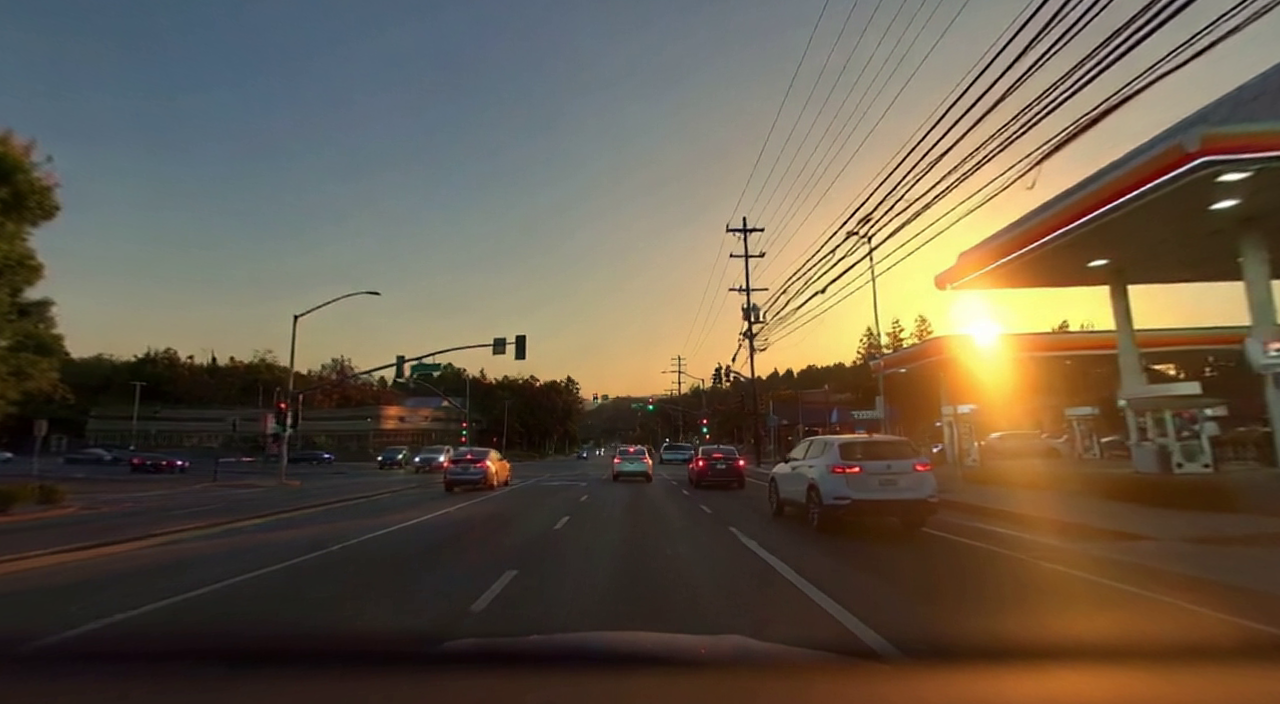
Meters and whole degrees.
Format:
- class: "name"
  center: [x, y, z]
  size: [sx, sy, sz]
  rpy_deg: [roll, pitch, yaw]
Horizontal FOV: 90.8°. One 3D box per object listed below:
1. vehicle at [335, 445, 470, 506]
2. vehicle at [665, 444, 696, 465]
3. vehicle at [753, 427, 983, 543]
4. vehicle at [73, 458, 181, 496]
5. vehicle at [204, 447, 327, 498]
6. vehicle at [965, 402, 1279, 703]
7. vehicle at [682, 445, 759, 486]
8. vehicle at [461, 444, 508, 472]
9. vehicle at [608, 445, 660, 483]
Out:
- class: "vehicle"
  center: [-6.366, 3.333, 17.533]
  size: [2.075, 1.470, 4.190]
  rpy_deg: [0, -9, 1]
- class: "vehicle"
  center: [2.991, 7.653, 47.472]
  size: [1.971, 1.477, 4.121]
  rpy_deg: [0, -9, -2]
- class: "vehicle"
  center: [3.807, 2.323, 11.737]
  size: [2.452, 1.682, 4.565]
  rpy_deg: [0, -9, -2]
- class: "vehicle"
  center: [-24.978, 6.031, 30.748]
  size: [4.989, 1.567, 2.075]
  rpy_deg: [-3, -10, 27]
- class: "vehicle"
  center: [-14.328, 4.590, 24.568]
  size: [1.937, 1.745, 4.540]
  rpy_deg: [0, -9, 1]
- class: "vehicle"
  center: [2.933, 0.815, 1.436]
  size: [1.945, 1.470, 4.363]
  rpy_deg: [0, -9, -2]
- class: "vehicle"
  center: [3.065, 4.446, 25.073]
  size: [2.208, 1.436, 4.542]
  rpy_deg: [0, -9, -3]
- class: "vehicle"
  center: [-10.907, 7.444, 44.689]
  size: [2.139, 1.836, 4.843]
  rpy_deg: [0, -9, 0]
- class: "vehicle"
  center: [-0.299, 4.743, 27.140]
  size: [2.065, 1.484, 3.894]
  rpy_deg: [0, -9, -1]
